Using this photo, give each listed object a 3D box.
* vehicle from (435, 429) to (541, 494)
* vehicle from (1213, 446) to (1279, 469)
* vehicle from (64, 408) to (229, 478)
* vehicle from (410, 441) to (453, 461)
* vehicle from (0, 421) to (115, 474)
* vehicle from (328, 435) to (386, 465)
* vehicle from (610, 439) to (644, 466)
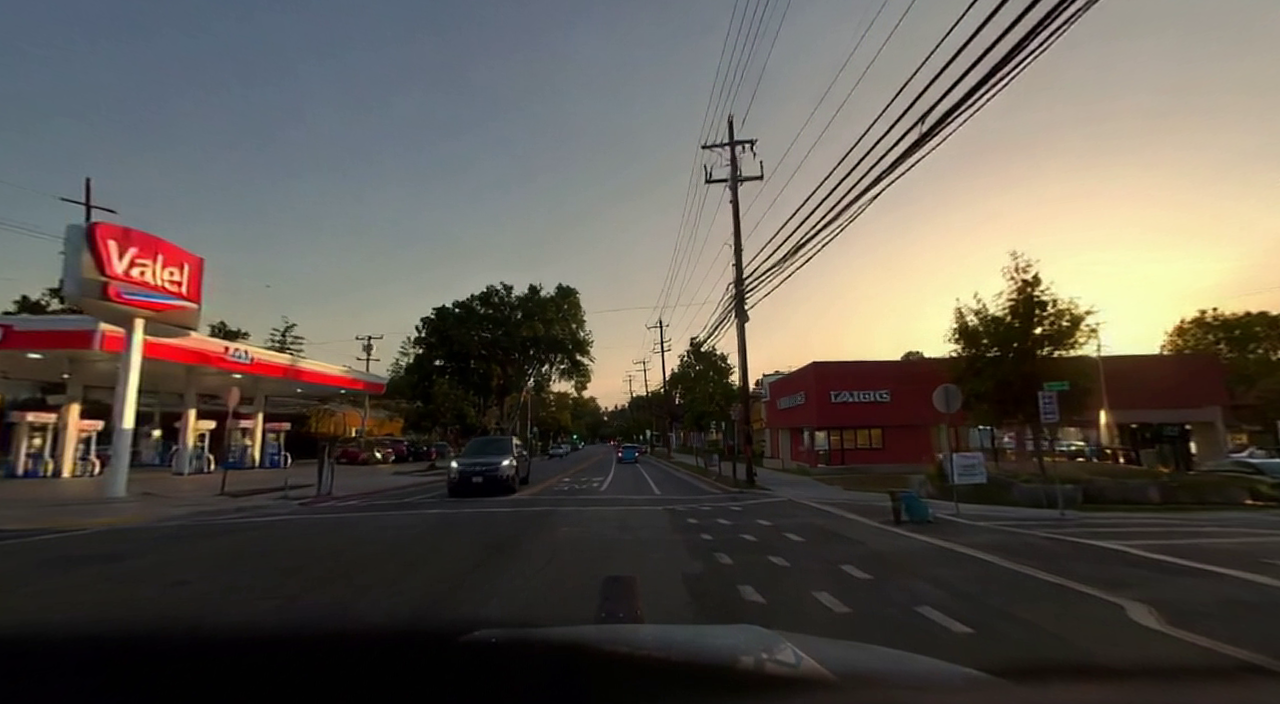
[{"bbox_3d":[-4.741,3.484,20.552,2.274,1.844,4.843,0,-8,-1],"label":"vehicle"},{"bbox_3d":[43.014,7.307,43.920,1.826,1.508,4.639,1,-9,-2],"label":"vehicle"},{"bbox_3d":[-18.026,3.390,23.491,2.499,2.309,4.613,0,-9,-3],"label":"vehicle"},{"bbox_3d":[-15.758,7.521,47.939,1.947,1.435,4.606,0,-8,-3],"label":"vehicle"},{"bbox_3d":[-20.361,3.235,21.249,1.913,1.591,4.374,2,-10,-7],"label":"vehicle"},{"bbox_3d":[-18.110,6.298,40.672,1.890,1.761,4.578,1,-8,-4],"label":"vehicle"},{"bbox_3d":[-0.909,6.581,41.557,2.000,1.663,4.271,1,-8,-3],"label":"vehicle"}]
